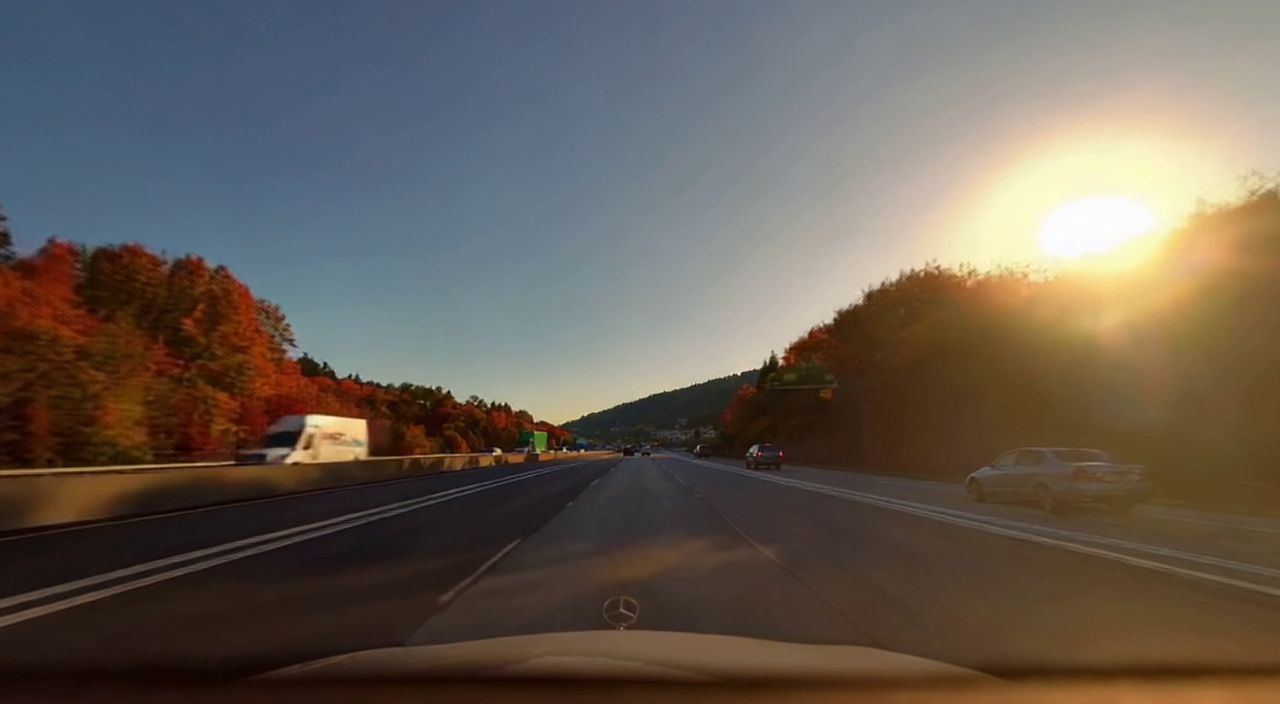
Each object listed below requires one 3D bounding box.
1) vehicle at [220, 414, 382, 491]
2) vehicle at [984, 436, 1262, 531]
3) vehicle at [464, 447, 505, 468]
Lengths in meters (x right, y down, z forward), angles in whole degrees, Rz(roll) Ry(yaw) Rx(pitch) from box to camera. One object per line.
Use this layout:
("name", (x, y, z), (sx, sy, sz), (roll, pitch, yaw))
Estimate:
("vehicle", (-12.079, 3.676, 23.127), (2.376, 2.426, 6.323), (0, -9, 0))
("vehicle", (8.915, 2.425, 12.156), (1.874, 1.494, 4.082), (1, -9, -5))
("vehicle", (-11.977, 8.135, 48.506), (1.918, 1.504, 4.582), (0, -9, 1))
